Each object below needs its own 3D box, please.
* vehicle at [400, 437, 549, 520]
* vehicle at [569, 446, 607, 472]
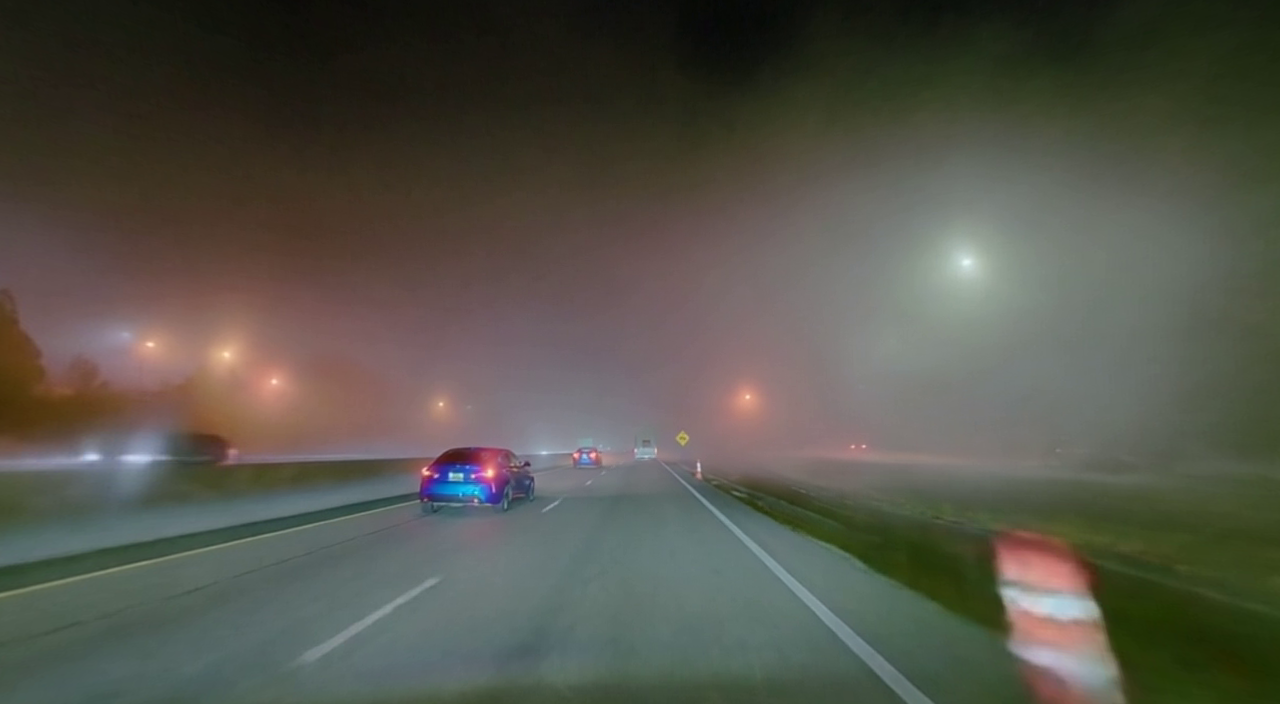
[{"bbox_3d":[-3.427,2.710,14.136,2.012,1.510,4.672,0,-9,1],"label":"vehicle"},{"bbox_3d":[-3.148,6.566,38.905,1.965,1.459,4.145,0,-9,0],"label":"vehicle"}]
